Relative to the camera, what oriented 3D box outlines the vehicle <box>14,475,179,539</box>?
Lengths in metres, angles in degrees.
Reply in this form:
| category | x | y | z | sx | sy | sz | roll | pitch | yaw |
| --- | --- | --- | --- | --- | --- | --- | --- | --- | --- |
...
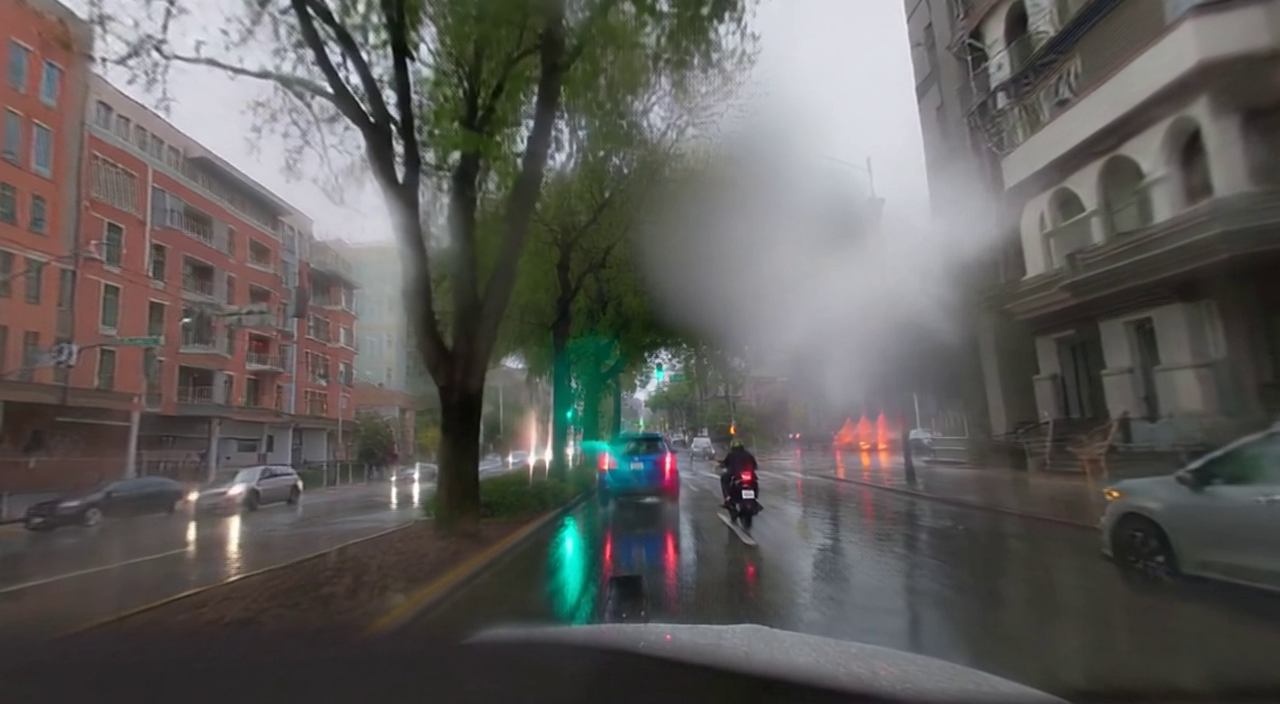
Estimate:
| category | x | y | z | sx | sy | sz | roll | pitch | yaw |
| --- | --- | --- | --- | --- | --- | --- | --- | --- | --- |
| vehicle | -18.199 | 5.157 | 21.495 | 2.032 | 1.701 | 4.475 | 1 | -9 | -8 |

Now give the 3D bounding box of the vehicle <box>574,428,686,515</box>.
| category | x | y | z | sx | sy | sz | roll | pitch | yaw |
| --- | --- | --- | --- | --- | --- | --- | --- | --- | --- |
| vehicle | -0.191 | 2.736 | 14.900 | 2.265 | 1.748 | 4.130 | 0 | -9 | 1 |

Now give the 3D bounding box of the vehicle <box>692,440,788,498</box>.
| category | x | y | z | sx | sy | sz | roll | pitch | yaw |
| --- | --- | --- | --- | --- | --- | --- | --- | --- | --- |
| vehicle | 2.826 | 3.438 | 18.899 | 2.101 | 1.507 | 4.355 | 0 | -9 | -1 |

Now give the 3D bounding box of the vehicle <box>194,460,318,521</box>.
| category | x | y | z | sx | sy | sz | roll | pitch | yaw |
| --- | --- | --- | --- | --- | --- | --- | --- | --- | --- |
| vehicle | -13.296 | 4.761 | 22.211 | 1.871 | 1.786 | 4.386 | 0 | -9 | -5 |

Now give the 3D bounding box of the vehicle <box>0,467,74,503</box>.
| category | x | y | z | sx | sy | sz | roll | pitch | yaw |
| --- | --- | --- | --- | --- | --- | --- | --- | --- | --- |
| vehicle | -32.607 | 6.945 | 33.001 | 4.008 | 1.720 | 1.940 | 0 | -8 | -1 |
